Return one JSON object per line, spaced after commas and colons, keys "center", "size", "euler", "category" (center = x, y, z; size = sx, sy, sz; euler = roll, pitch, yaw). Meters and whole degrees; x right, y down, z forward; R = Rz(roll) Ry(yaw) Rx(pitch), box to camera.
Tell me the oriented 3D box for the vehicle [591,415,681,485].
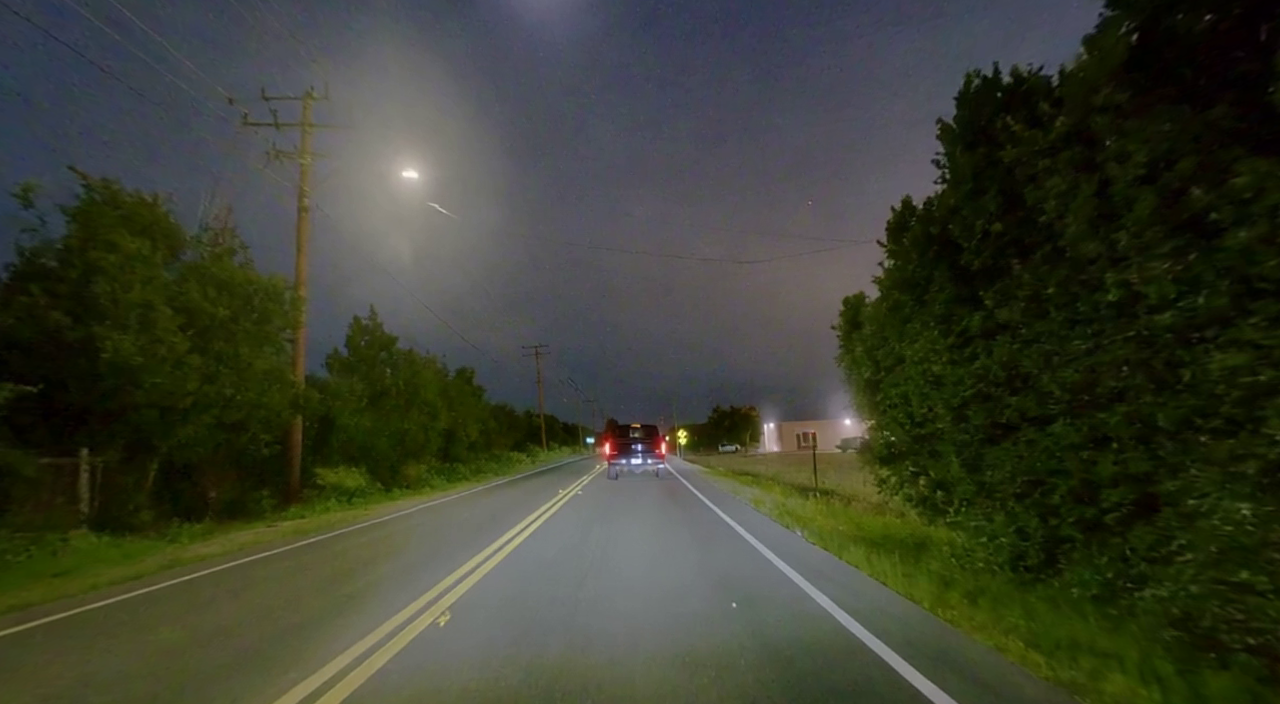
{"center": [-0.204, 3.856, 25.091], "size": [3.021, 2.326, 7.410], "euler": [0, -8, -1], "category": "vehicle"}
